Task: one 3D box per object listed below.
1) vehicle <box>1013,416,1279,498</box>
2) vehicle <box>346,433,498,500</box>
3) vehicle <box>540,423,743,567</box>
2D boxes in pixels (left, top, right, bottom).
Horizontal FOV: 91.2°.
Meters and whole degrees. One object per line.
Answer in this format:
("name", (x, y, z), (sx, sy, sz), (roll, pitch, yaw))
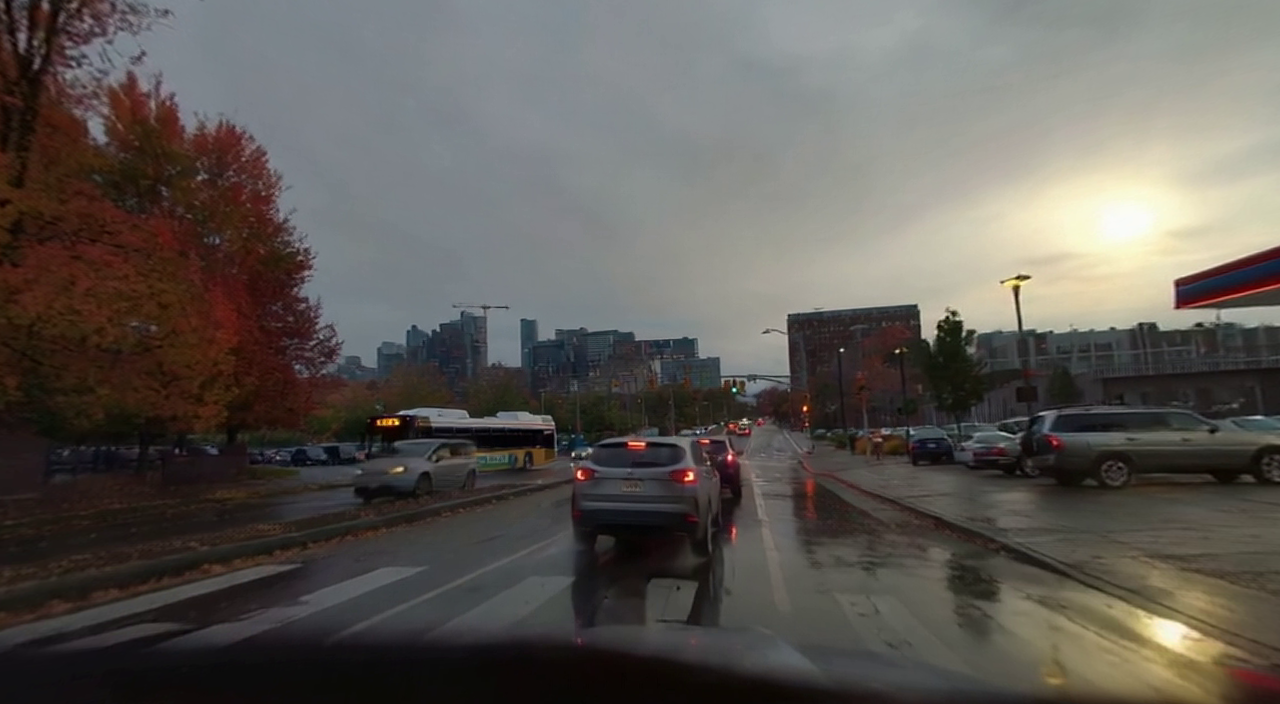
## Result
("vehicle", (11.186, 2.246, 13.444), (4.894, 1.451, 2.089), (-4, -10, 10))
("vehicle", (-6.413, 3.441, 19.283), (2.147, 1.741, 5.239), (-1, -9, 9))
("vehicle", (0.307, 1.854, 8.908), (2.092, 1.507, 4.078), (-2, -9, 11))
